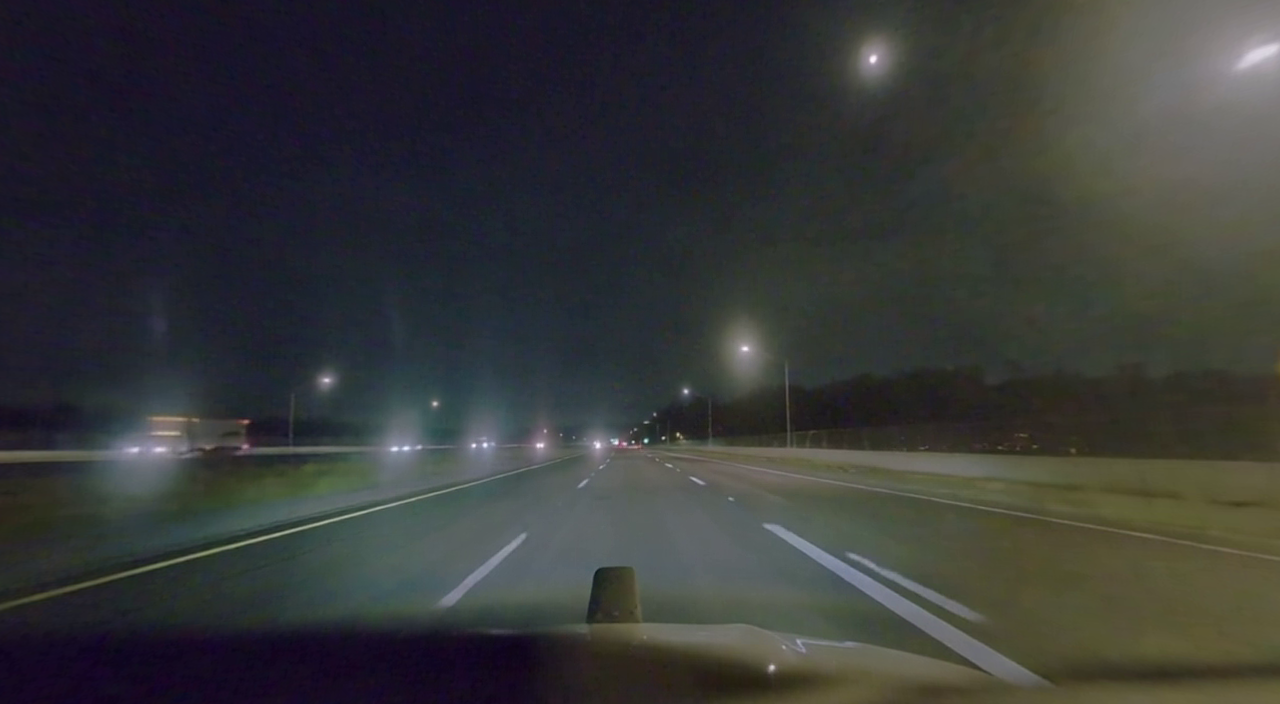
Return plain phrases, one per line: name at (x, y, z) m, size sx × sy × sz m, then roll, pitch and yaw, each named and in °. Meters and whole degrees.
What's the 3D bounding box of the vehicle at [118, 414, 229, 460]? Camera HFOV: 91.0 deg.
vehicle at (-33.455, 6.156, 45.552) m, size 2.567 × 3.002 × 6.986 m, roll -1°, pitch -8°, yaw 1°
